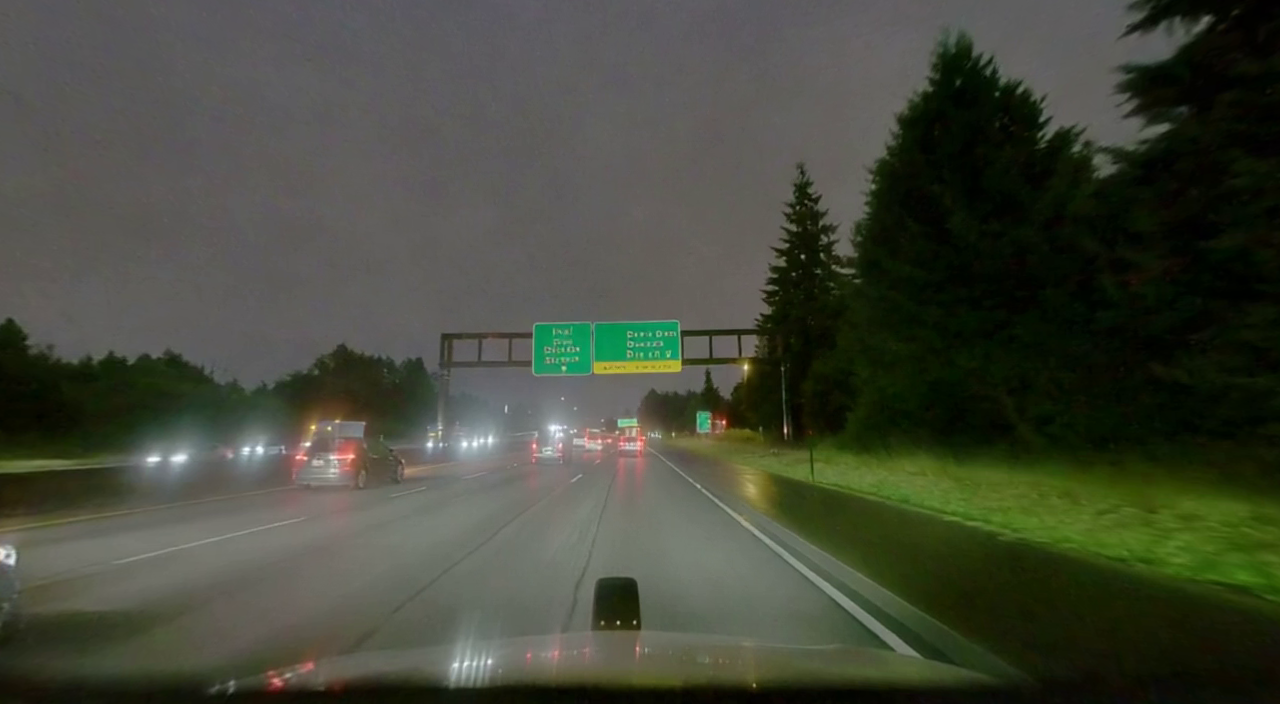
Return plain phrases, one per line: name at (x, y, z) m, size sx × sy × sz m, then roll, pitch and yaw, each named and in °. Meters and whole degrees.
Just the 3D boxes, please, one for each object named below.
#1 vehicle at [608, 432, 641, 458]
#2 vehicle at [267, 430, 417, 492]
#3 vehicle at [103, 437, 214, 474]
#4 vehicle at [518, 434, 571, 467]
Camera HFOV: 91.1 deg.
vehicle at (-0.979, 5.941, 40.309) m, size 2.002 × 1.611 × 3.778 m, roll 0°, pitch -8°, yaw 0°
vehicle at (-8.407, 3.078, 18.345) m, size 1.953 × 1.524 × 4.863 m, roll 0°, pitch -8°, yaw 1°
vehicle at (-21.129, 4.519, 27.822) m, size 1.791 × 1.468 × 3.901 m, roll 0°, pitch -8°, yaw 0°
vehicle at (-4.470, 4.672, 30.014) m, size 1.909 × 1.445 × 4.087 m, roll 0°, pitch -8°, yaw 0°
